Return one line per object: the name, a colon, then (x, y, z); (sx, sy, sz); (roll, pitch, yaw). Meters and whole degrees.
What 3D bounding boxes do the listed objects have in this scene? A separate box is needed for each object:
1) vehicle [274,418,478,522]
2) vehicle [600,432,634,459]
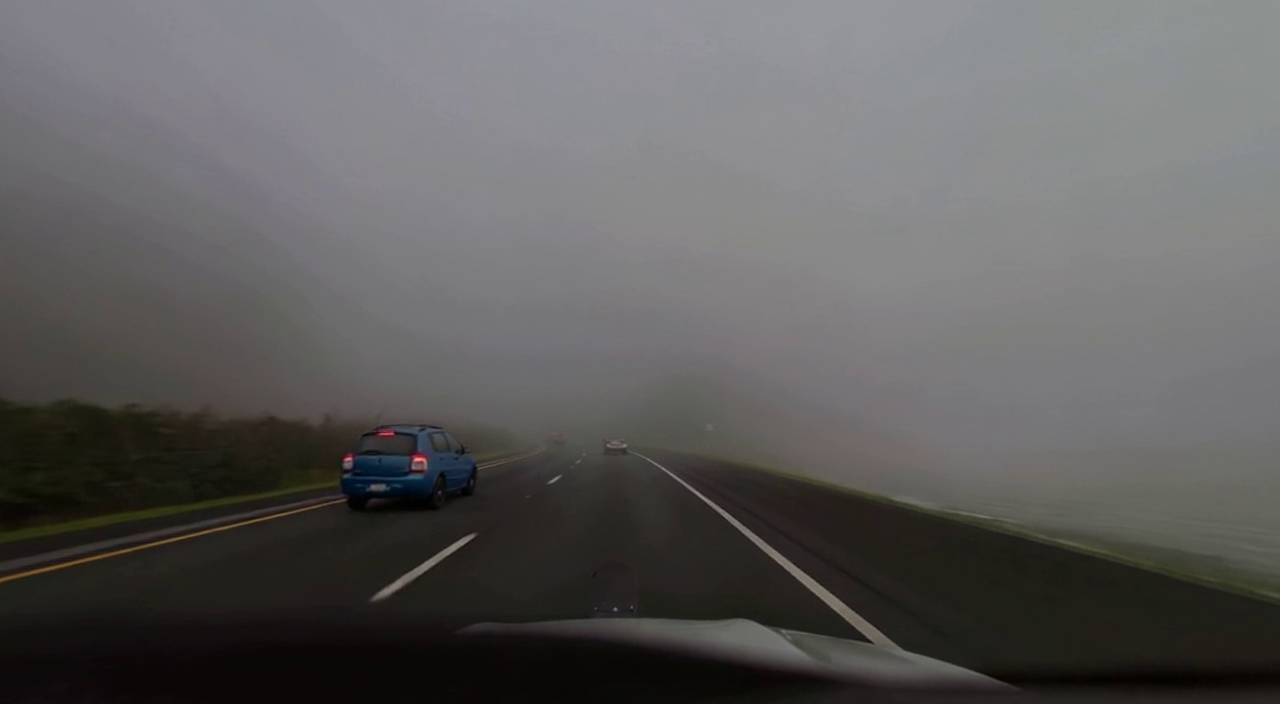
vehicle: (-4.807, 2.205, 12.461); (2.039, 1.627, 4.844); (0, -8, -1)
vehicle: (-1.491, 5.841, 39.638); (2.041, 1.618, 3.898); (0, -8, -4)
